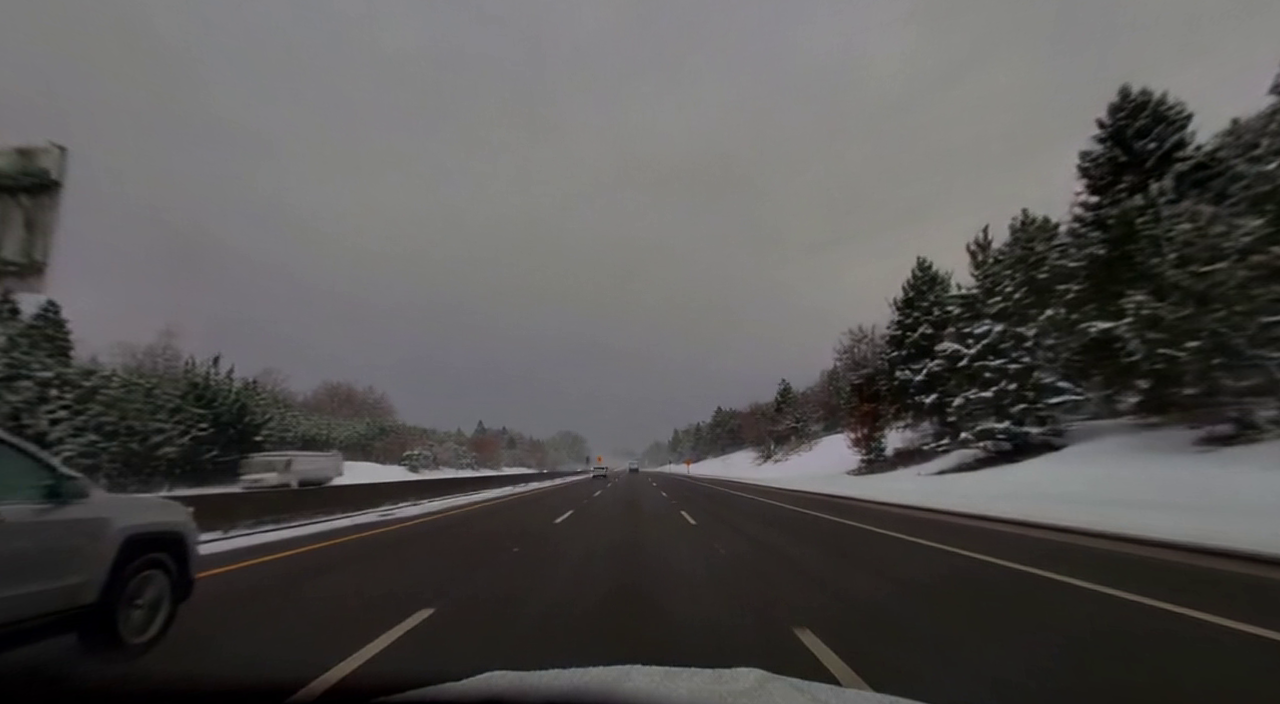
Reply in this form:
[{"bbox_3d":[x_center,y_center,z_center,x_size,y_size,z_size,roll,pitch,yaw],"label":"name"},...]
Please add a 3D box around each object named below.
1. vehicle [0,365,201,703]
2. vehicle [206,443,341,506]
[{"bbox_3d":[-4.283,0.732,2.039,2.178,1.736,4.847,1,-10,0],"label":"vehicle"},{"bbox_3d":[-16.228,5.517,28.510,2.322,2.465,6.289,1,-10,-1],"label":"vehicle"}]
